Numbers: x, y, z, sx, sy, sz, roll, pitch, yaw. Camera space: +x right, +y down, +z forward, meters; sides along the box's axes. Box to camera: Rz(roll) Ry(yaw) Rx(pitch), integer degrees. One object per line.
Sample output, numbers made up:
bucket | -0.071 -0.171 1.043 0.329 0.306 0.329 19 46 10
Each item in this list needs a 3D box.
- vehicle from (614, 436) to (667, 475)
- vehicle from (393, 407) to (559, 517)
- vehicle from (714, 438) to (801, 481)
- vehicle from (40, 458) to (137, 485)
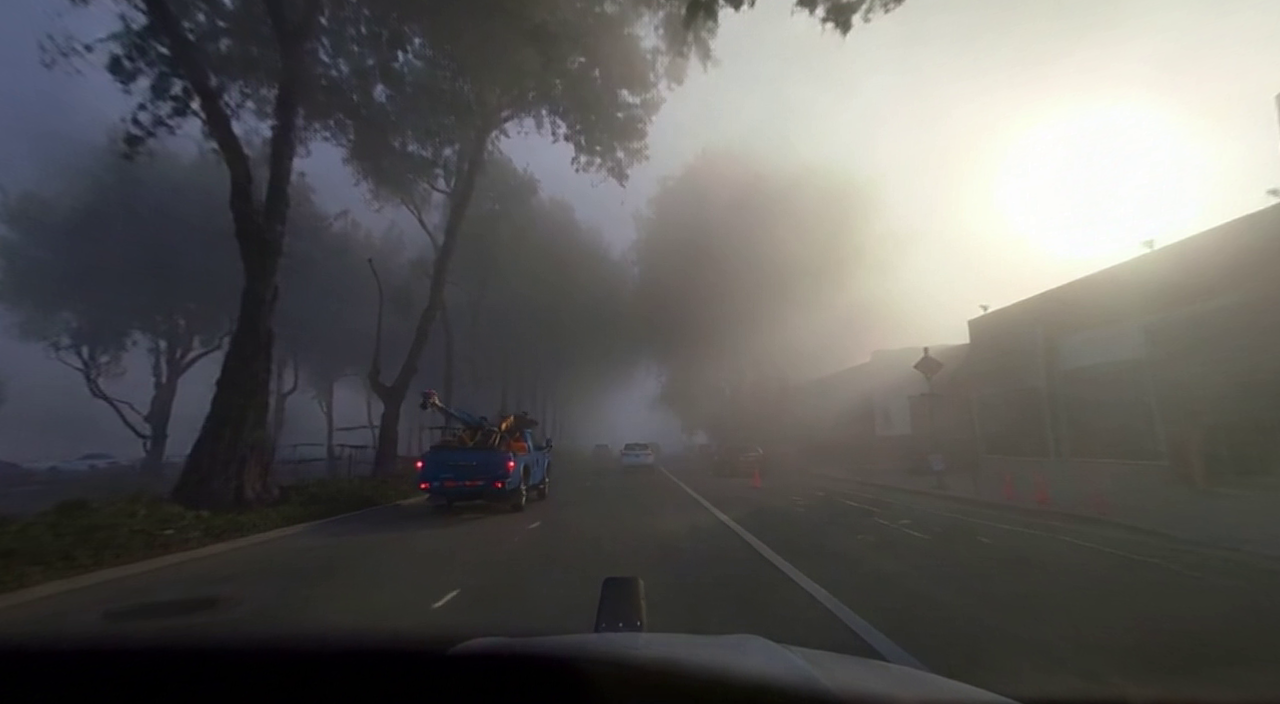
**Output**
vehicle | -0.034 5.079 31.235 2.413 1.748 4.406 0 -8 -1
vehicle | -3.482 2.506 14.899 2.424 2.063 5.678 0 -8 0
vehicle | 4.739 4.397 26.237 2.082 1.601 4.451 1 -9 -10
vehicle | -34.824 7.522 40.090 1.876 1.470 4.711 0 -8 0
